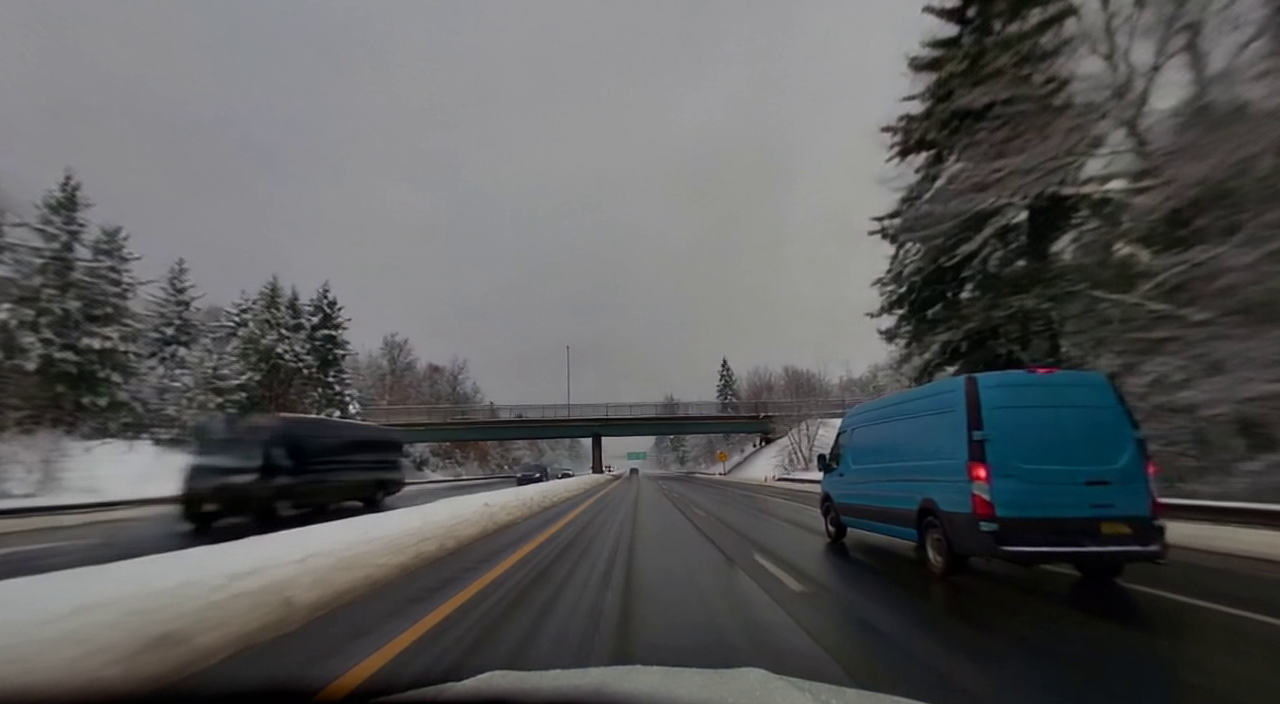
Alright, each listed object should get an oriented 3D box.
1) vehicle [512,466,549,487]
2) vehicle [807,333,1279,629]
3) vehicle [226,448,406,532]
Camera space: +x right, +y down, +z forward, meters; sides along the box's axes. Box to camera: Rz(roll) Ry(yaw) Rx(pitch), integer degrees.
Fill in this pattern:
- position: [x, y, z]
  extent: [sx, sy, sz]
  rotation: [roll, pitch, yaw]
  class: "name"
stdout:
- position: [-8.162, 9.349, 47.291]
  extent: [1.947, 1.513, 4.250]
  rotation: [1, -10, 0]
  class: "vehicle"
- position: [4.528, 1.723, 8.975]
  extent: [2.372, 2.581, 6.763]
  rotation: [1, -10, 0]
  class: "vehicle"
- position: [-7.654, 3.318, 15.508]
  extent: [1.933, 1.723, 4.614]
  rotation: [1, -10, 0]
  class: "vehicle"
